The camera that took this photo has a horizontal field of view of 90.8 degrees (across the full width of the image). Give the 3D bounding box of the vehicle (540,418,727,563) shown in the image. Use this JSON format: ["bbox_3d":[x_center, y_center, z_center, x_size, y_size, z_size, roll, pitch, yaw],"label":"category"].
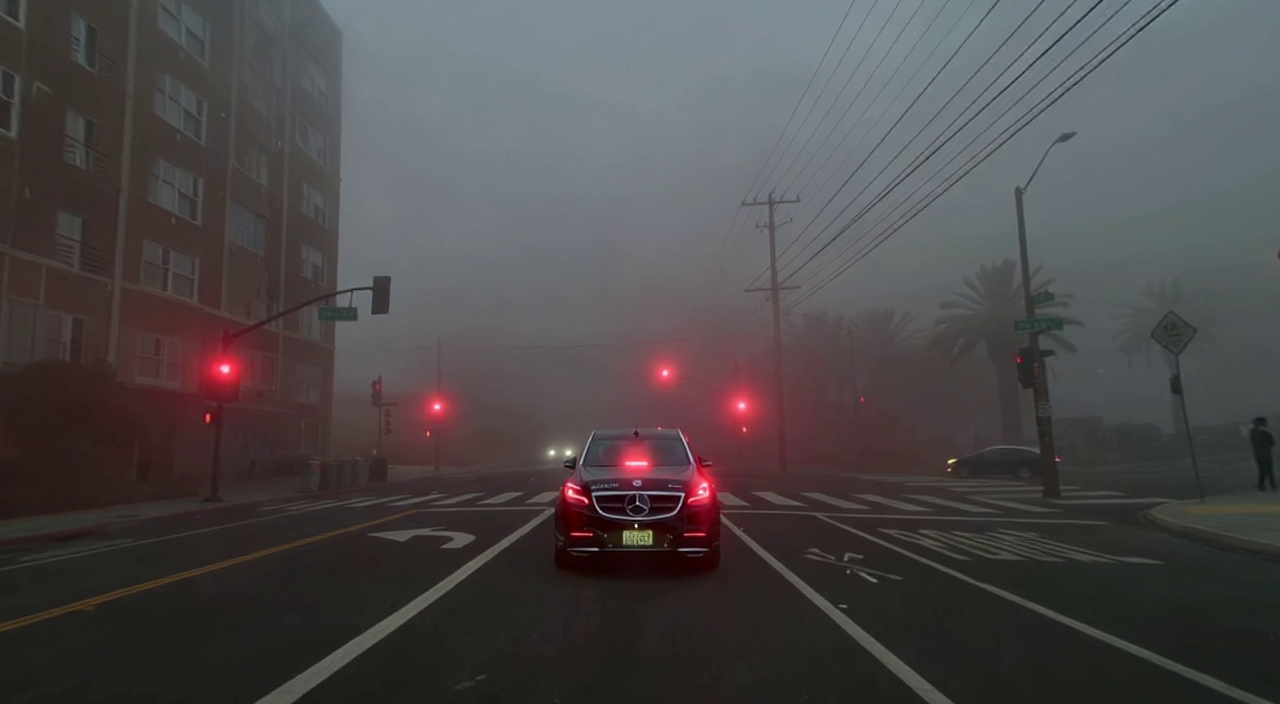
[{"bbox_3d":[-0.083,1.873,9.227,2.144,1.643,3.770,0,-8,0],"label":"vehicle"}]

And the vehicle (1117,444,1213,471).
[{"bbox_3d":[32.179,6.455,38.763,4.234,1.613,1.812,0,-8,-1],"label":"vehicle"}]

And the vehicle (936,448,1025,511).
[{"bbox_3d":[10.018,3.674,18.759,2.004,1.593,4.118,-4,-9,26],"label":"vehicle"}]
